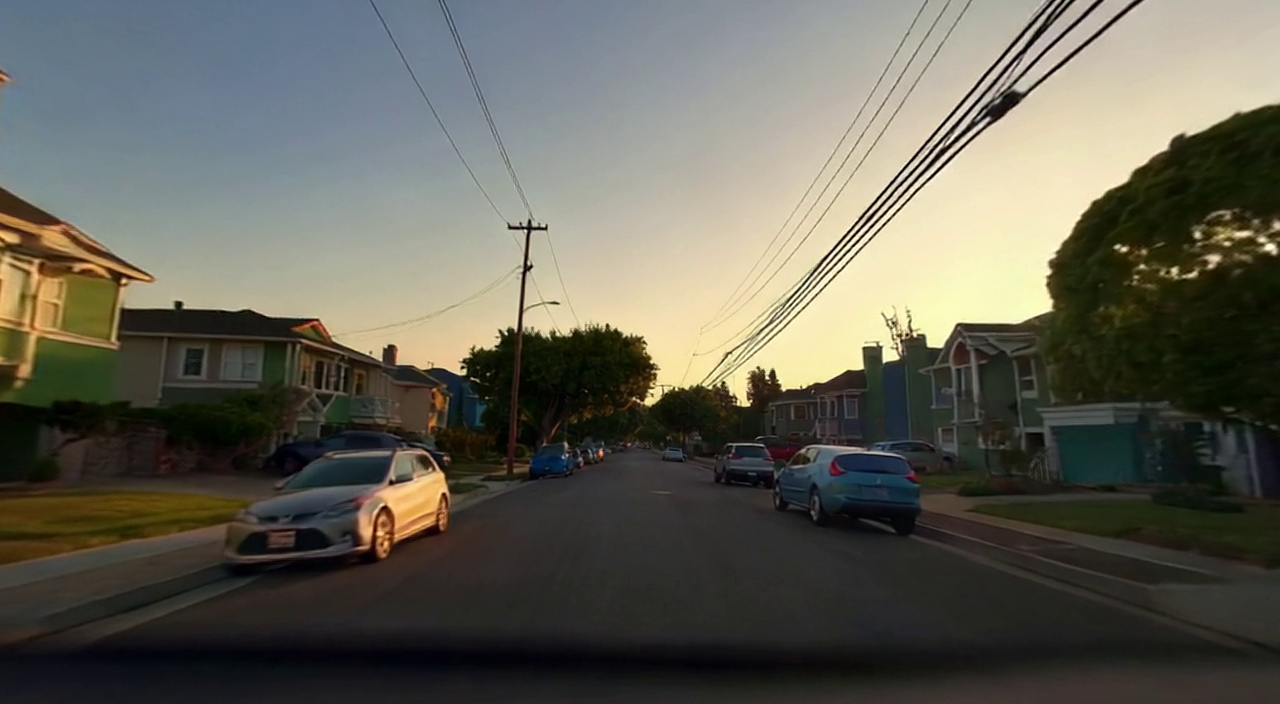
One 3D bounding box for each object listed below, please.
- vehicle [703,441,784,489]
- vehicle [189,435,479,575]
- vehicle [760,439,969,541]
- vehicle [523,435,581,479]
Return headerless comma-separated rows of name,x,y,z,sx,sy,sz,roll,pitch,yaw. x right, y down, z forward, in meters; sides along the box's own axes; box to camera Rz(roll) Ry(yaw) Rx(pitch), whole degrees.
vehicle,3.532,3.957,22.486,2.019,1.536,4.405,0,-9,-2
vehicle,-3.825,1.961,9.009,1.971,1.460,4.523,0,-8,-2
vehicle,3.704,2.344,11.521,1.862,1.452,4.737,0,-9,-3
vehicle,-4.023,4.899,29.798,2.057,1.887,5.053,0,-8,0
